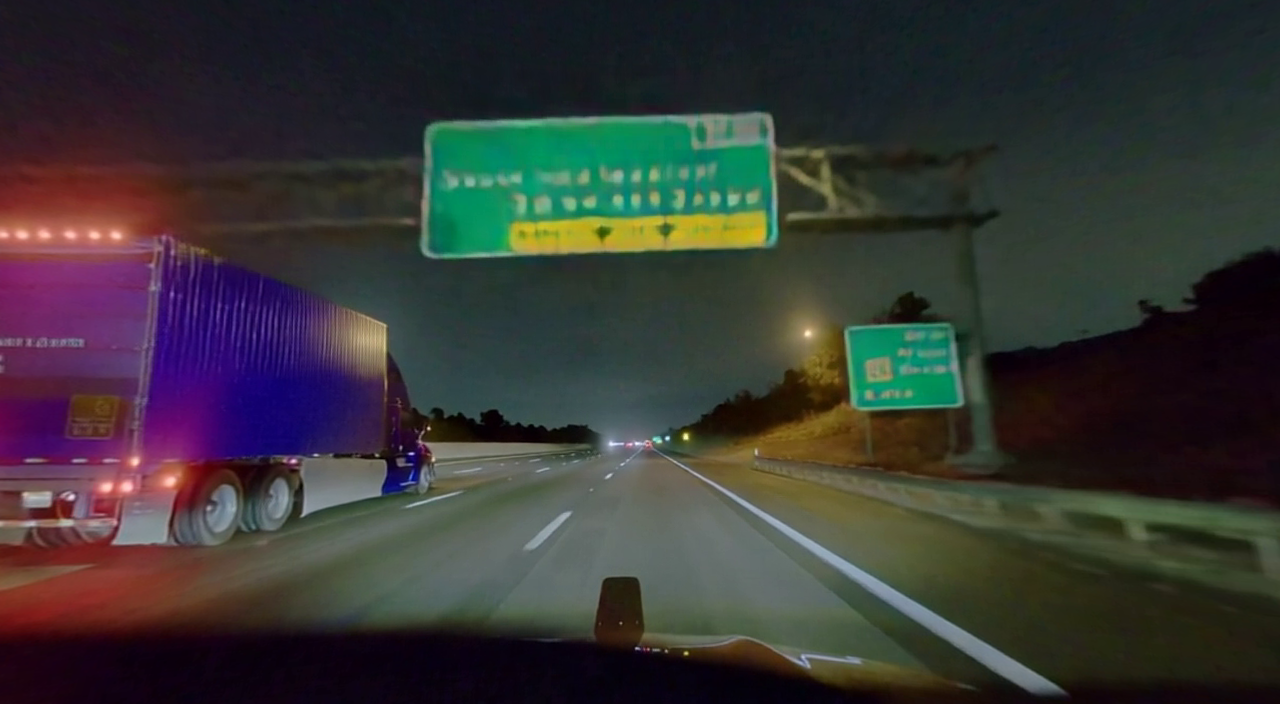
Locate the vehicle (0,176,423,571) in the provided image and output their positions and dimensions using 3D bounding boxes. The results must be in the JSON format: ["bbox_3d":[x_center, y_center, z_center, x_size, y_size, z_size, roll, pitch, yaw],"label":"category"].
[{"bbox_3d":[-6.836,0.763,10.563,2.996,3.947,8.600,0,-9,2],"label":"vehicle"}]
